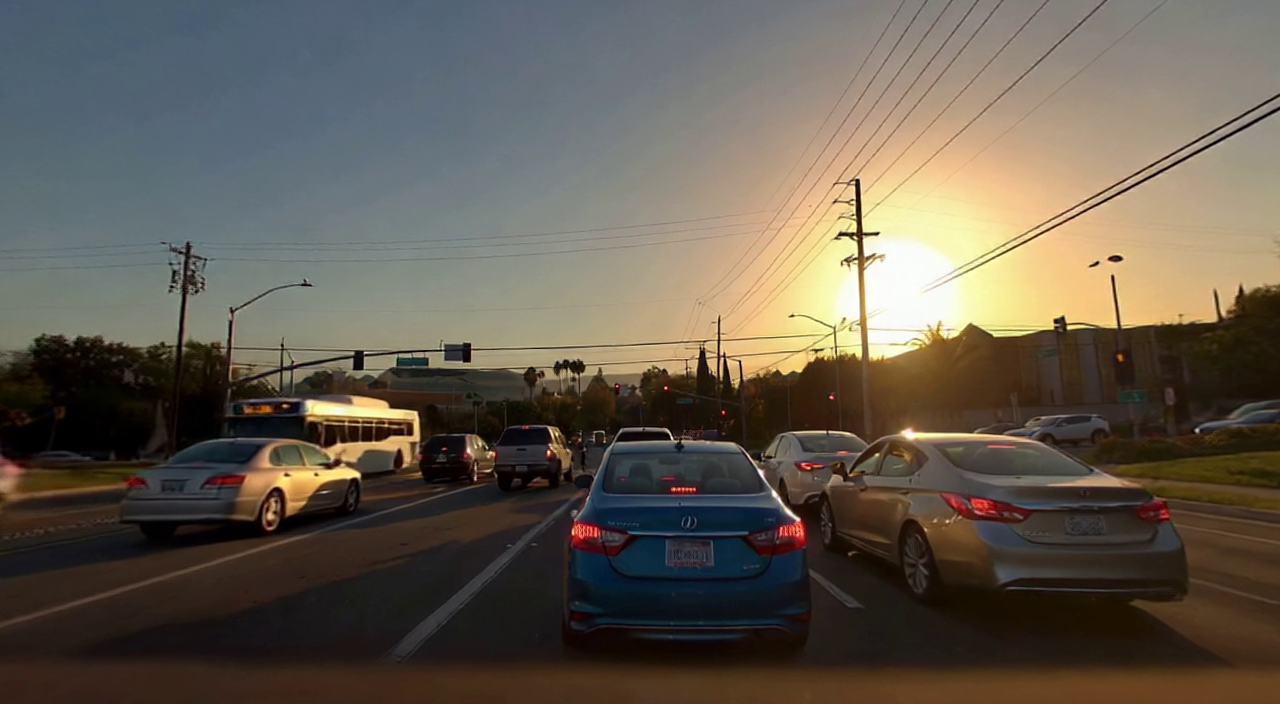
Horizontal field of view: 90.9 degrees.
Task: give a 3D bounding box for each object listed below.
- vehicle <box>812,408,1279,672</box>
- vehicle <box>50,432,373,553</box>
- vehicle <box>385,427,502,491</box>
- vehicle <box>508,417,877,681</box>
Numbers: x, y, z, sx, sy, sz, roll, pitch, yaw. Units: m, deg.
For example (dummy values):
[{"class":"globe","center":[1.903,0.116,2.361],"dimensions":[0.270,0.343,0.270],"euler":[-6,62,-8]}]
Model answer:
[{"class":"vehicle","center":[3.130,1.401,5.825],"dimensions":[1.870,1.523,4.096],"euler":[0,-8,-1]},{"class":"vehicle","center":[-6.404,2.114,10.321],"dimensions":[1.955,1.497,4.639],"euler":[-1,-8,1]},{"class":"vehicle","center":[-6.262,3.489,20.899],"dimensions":[2.070,1.824,5.196],"euler":[-1,-8,2]},{"class":"vehicle","center":[0.280,1.418,5.669],"dimensions":[2.109,1.483,3.964],"euler":[0,-8,-1]}]
